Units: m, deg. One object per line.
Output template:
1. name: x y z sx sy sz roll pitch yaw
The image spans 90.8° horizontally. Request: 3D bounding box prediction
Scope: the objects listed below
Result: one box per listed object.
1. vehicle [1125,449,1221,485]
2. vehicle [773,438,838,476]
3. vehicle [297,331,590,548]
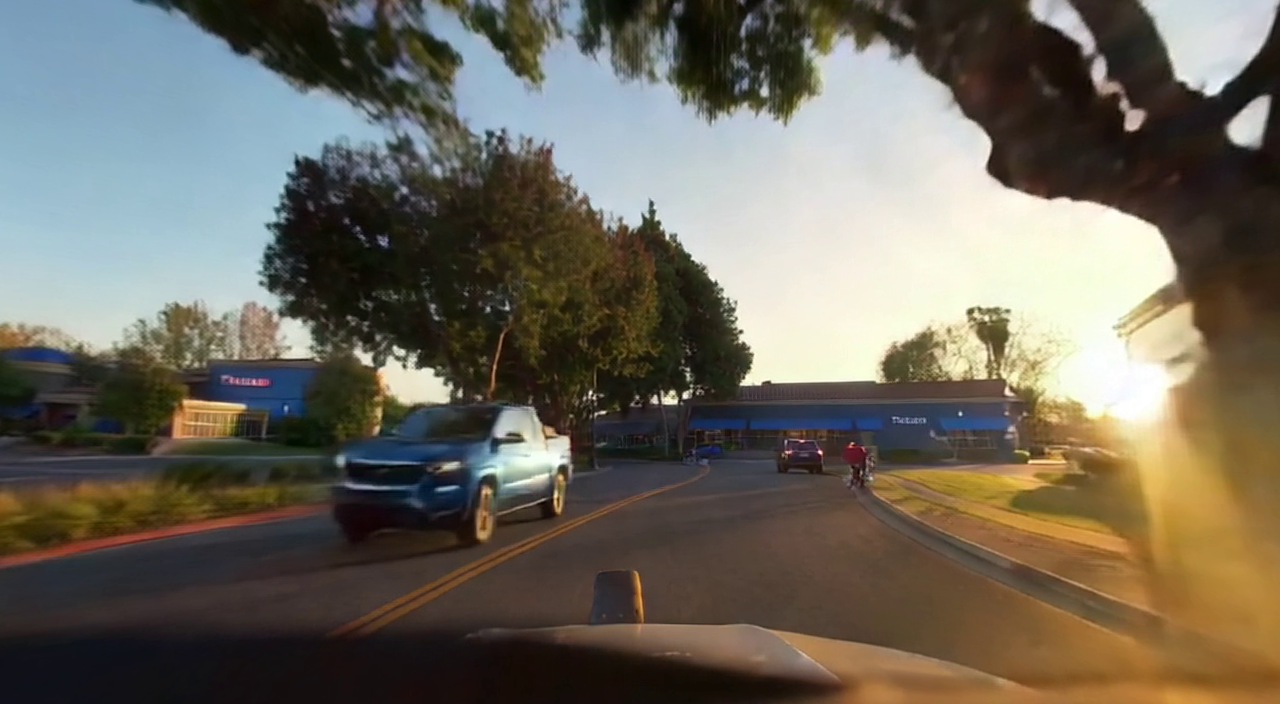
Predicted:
1. vehicle: 26.716 5.691 31.634 4.545 1.640 1.866 4 -10 -27
2. vehicle: 8.399 5.370 32.532 2.292 1.767 5.128 -1 -9 4
3. vehicle: -2.840 1.622 11.611 2.674 2.815 6.582 -1 -9 6
